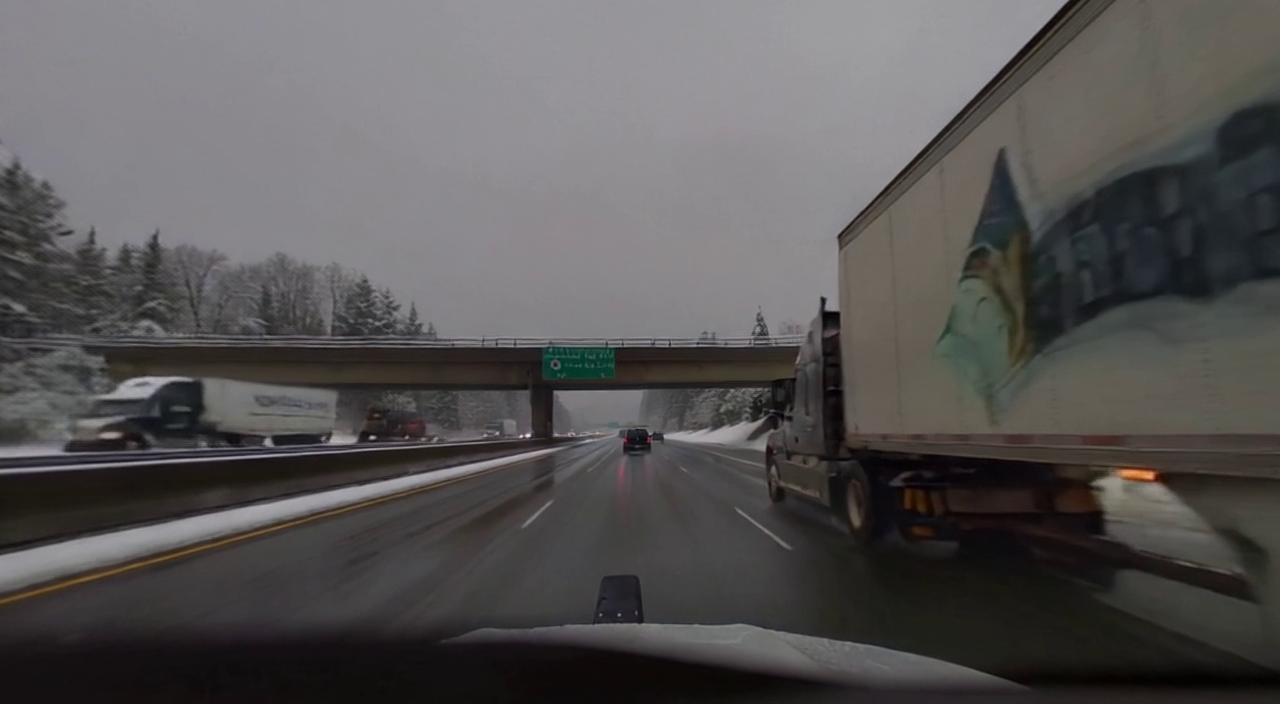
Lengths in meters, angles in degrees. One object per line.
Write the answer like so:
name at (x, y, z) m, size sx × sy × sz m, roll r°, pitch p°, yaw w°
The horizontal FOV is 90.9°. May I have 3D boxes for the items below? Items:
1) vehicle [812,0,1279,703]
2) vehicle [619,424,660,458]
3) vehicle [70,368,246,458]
vehicle at (4.094, -0.363, 1.839) m, size 2.987 × 4.021 × 14.105 m, roll 0°, pitch -8°, yaw -1°
vehicle at (-0.056, 5.298, 37.579) m, size 2.277 × 1.913 × 4.510 m, roll 0°, pitch -8°, yaw -1°
vehicle at (-23.506, 3.142, 31.351) m, size 3.010 × 3.948 × 6.974 m, roll 0°, pitch -8°, yaw 1°
